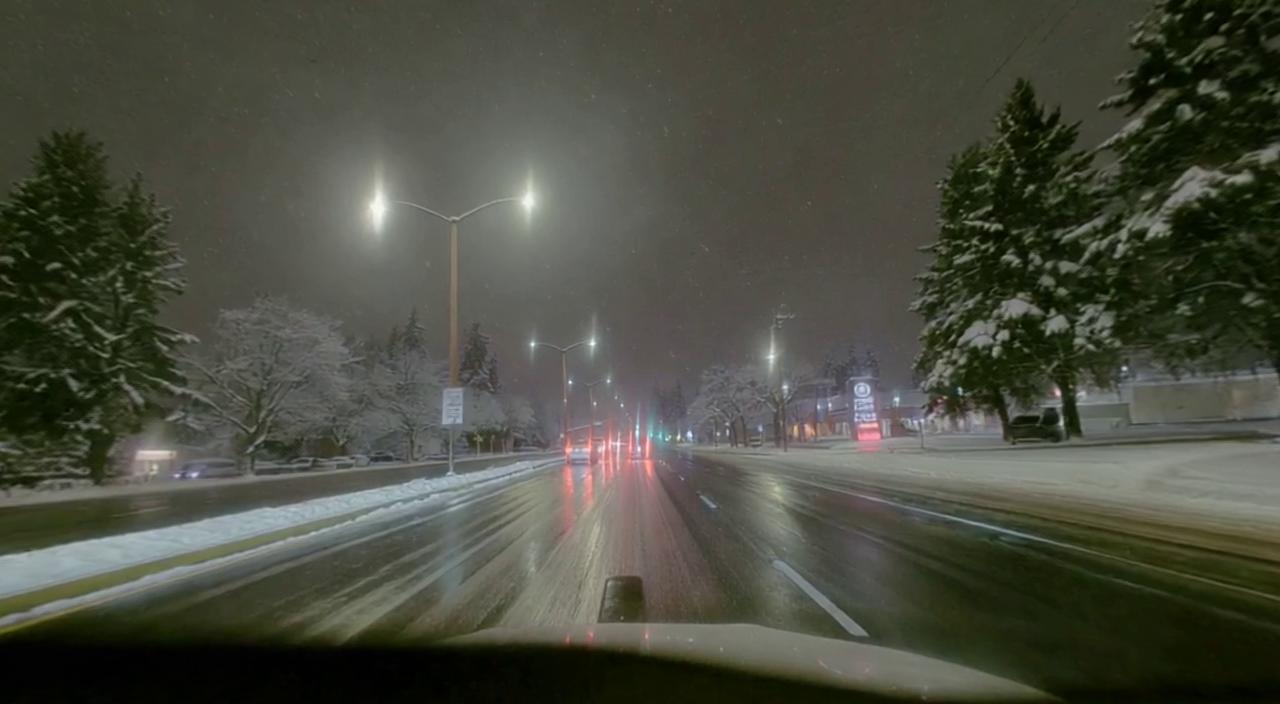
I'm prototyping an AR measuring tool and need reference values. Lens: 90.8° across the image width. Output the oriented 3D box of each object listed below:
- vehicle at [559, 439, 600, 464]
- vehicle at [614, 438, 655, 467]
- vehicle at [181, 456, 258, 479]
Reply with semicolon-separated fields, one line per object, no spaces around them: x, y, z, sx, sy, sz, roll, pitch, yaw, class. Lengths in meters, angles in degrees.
-3.671;6.179;39.334;2.139;1.487;4.453;0;-8;0;vehicle
-0.319;5.499;34.741;2.126;1.475;3.967;0;-8;-1;vehicle
-28.730;7.899;43.248;3.942;1.471;1.859;0;-8;0;vehicle
